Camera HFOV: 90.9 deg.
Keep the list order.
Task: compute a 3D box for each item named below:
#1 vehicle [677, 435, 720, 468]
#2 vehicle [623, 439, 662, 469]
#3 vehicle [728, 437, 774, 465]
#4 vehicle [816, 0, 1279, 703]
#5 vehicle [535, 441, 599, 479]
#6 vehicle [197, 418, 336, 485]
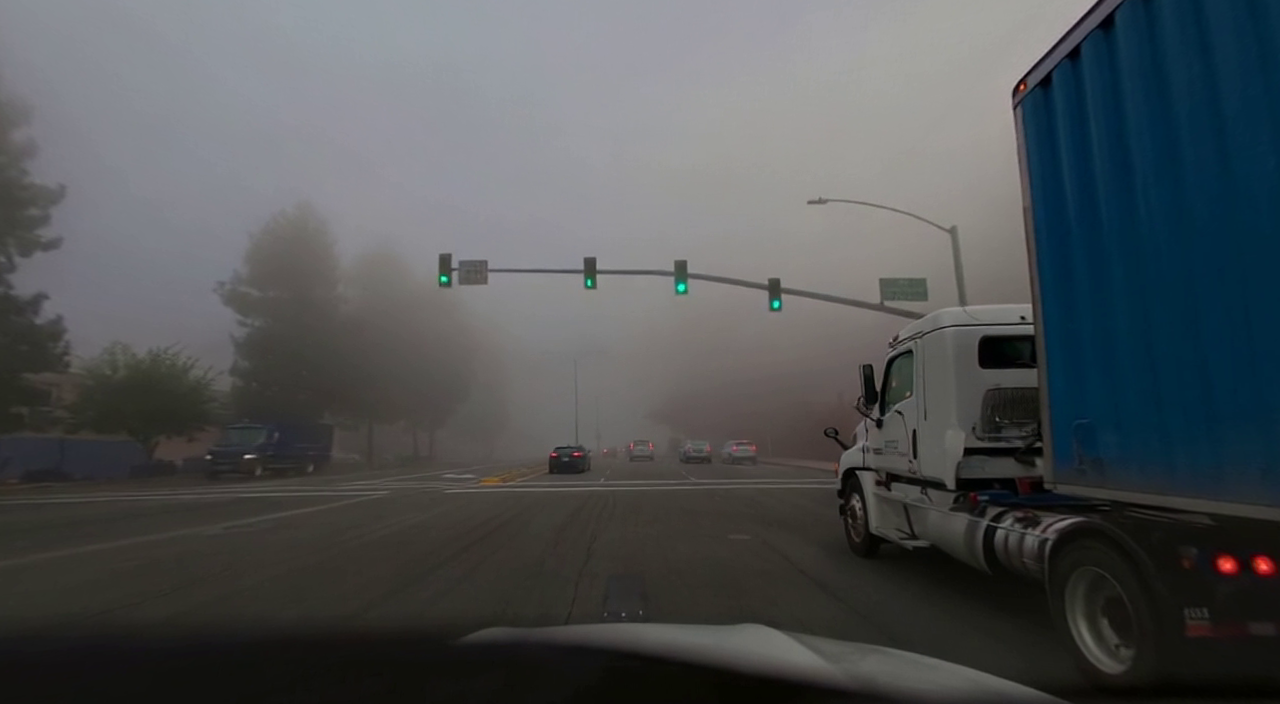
[{"bbox_3d":[3.574,6.200,39.470,2.196,1.908,4.412,0,-8,-1],"label":"vehicle"},{"bbox_3d":[0.141,6.234,38.790,2.276,1.704,3.925,0,-8,0],"label":"vehicle"},{"bbox_3d":[7.651,6.896,43.950,2.174,1.793,5.061,0,-8,-1],"label":"vehicle"},{"bbox_3d":[3.888,-0.025,4.151,3.006,3.679,8.506,0,-8,0],"label":"vehicle"},{"bbox_3d":[-3.124,4.725,27.963,2.211,1.537,4.666,0,-8,1],"label":"vehicle"},{"bbox_3d":[-18.143,4.896,31.295,2.473,2.894,7.075,0,-8,0],"label":"vehicle"}]
